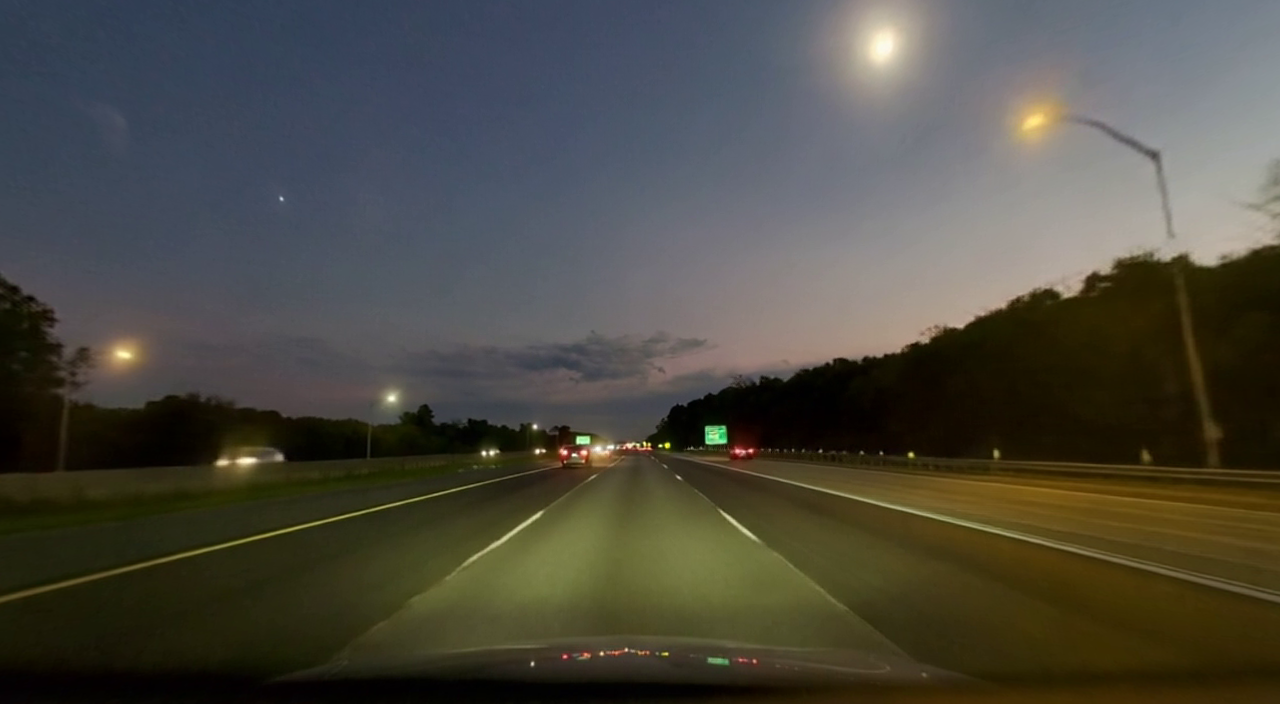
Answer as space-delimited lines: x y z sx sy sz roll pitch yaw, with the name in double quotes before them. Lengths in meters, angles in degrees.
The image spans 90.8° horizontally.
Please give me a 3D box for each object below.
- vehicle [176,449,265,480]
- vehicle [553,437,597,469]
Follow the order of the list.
"vehicle" -29.083 7.784 44.105 2.191 1.939 5.830 0 -9 0
"vehicle" -3.819 6.055 37.913 2.114 1.774 4.427 0 -9 0
